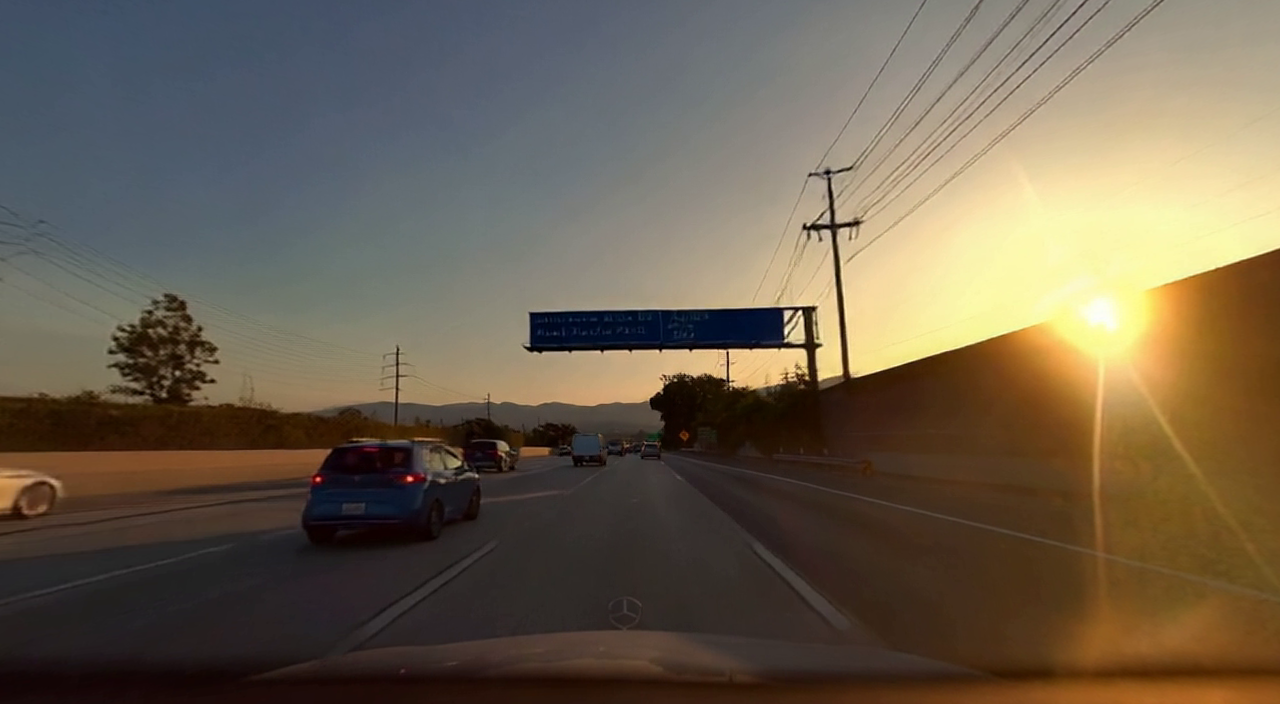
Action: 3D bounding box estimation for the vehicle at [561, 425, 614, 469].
[{"bbox_3d":[-3.643,6.972,46.235,2.915,2.885,9.394,0,-9,1],"label":"vehicle"}]

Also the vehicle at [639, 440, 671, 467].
[{"bbox_3d":[1.010,6.843,42.556,2.038,1.677,4.219,0,-9,2],"label":"vehicle"}]

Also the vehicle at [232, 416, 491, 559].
[{"bbox_3d":[-3.820,1.930,9.629,1.976,1.688,4.124,0,-9,1],"label":"vehicle"}]
